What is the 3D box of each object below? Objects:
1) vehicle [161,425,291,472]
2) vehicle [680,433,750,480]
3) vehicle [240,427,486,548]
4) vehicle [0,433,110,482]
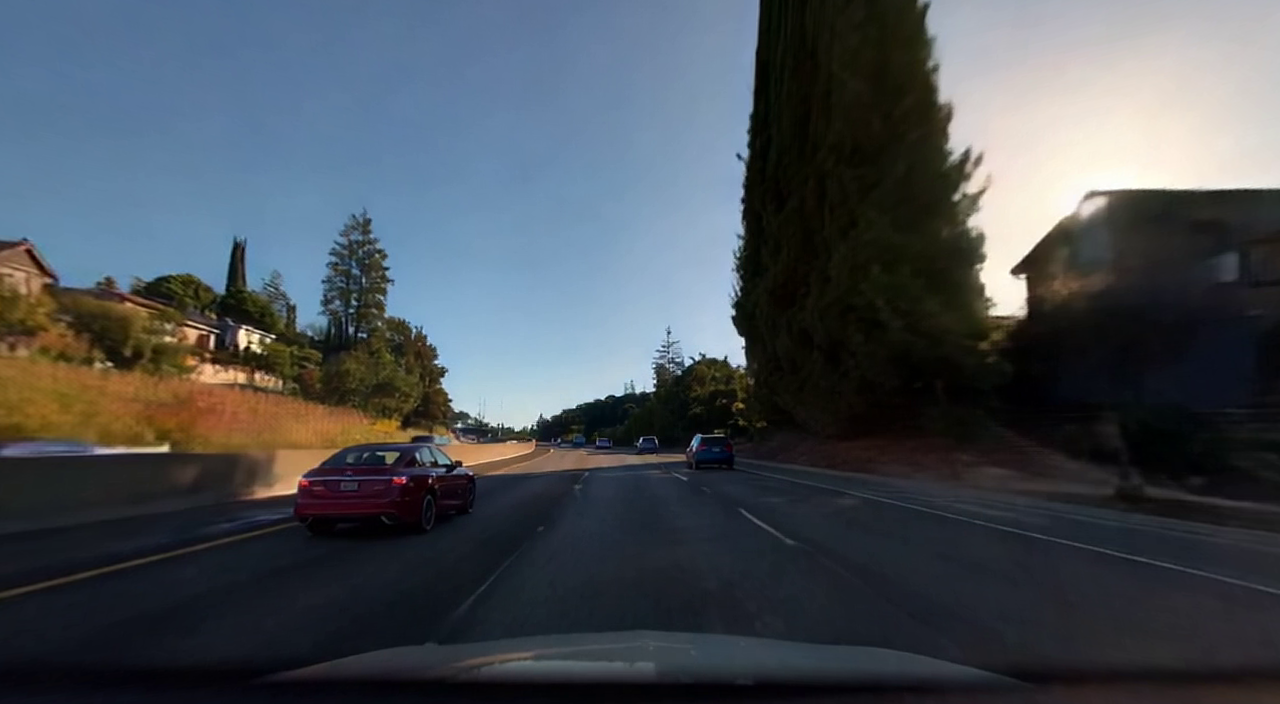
[{"bbox_3d":[-16.391,3.879,25.304,2.186,1.682,4.623,0,-9,-3],"label":"vehicle"},{"bbox_3d":[2.855,4.134,25.088,2.092,1.686,4.188,0,-9,-2],"label":"vehicle"},{"bbox_3d":[-4.093,2.074,10.311,2.036,1.528,4.400,0,-9,0],"label":"vehicle"},{"bbox_3d":[-19.955,3.433,20.625,1.857,1.430,3.870,0,-9,-2],"label":"vehicle"}]
